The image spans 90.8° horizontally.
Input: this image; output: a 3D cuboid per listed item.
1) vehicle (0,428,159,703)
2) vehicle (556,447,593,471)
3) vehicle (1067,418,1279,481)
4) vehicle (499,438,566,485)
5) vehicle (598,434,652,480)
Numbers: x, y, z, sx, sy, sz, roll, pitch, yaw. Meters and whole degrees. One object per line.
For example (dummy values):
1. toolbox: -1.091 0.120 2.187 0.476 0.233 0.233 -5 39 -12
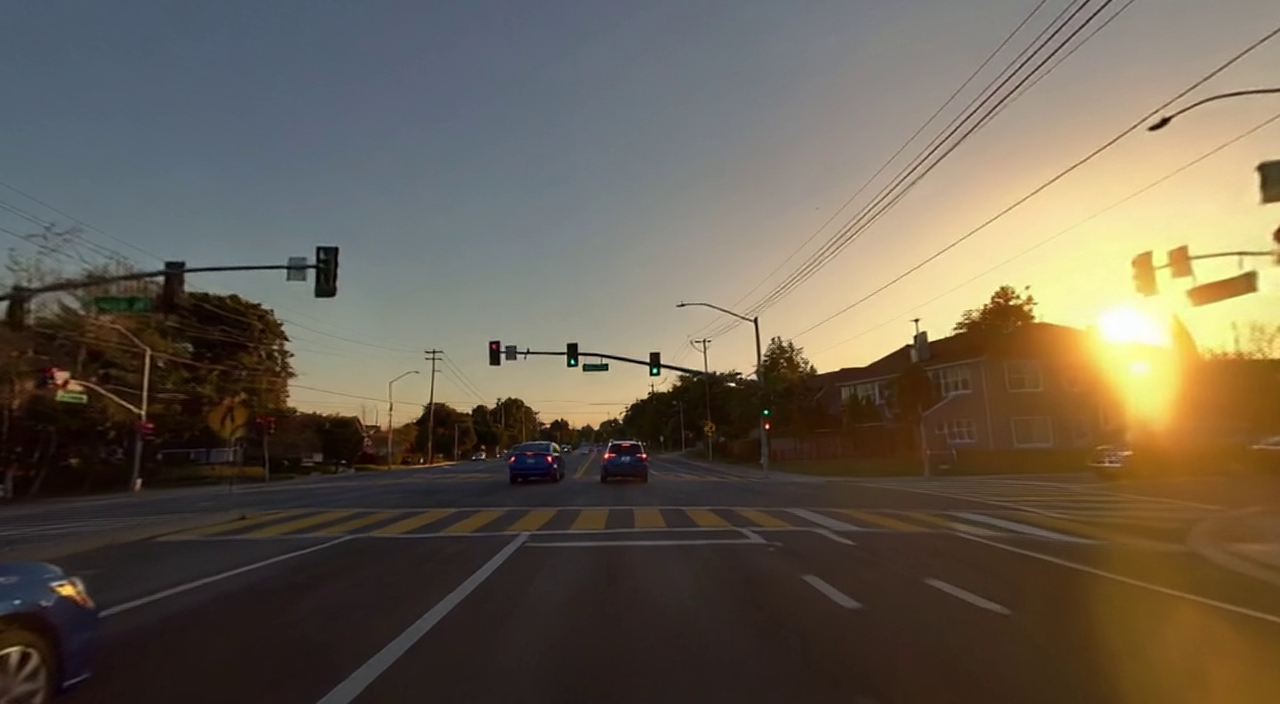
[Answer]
1. vehicle: -3.271 0.764 0.763 1.901 1.409 4.442 0 -8 0
2. vehicle: -4.099 6.768 40.293 1.863 1.449 4.153 0 -8 0
3. vehicle: 18.410 3.323 21.698 5.652 1.990 2.190 -2 -9 13
4. vehicle: -4.060 4.208 24.591 1.899 1.685 4.121 0 -8 0
5. vehicle: -0.630 4.542 27.510 2.155 1.836 4.250 0 -8 -1
